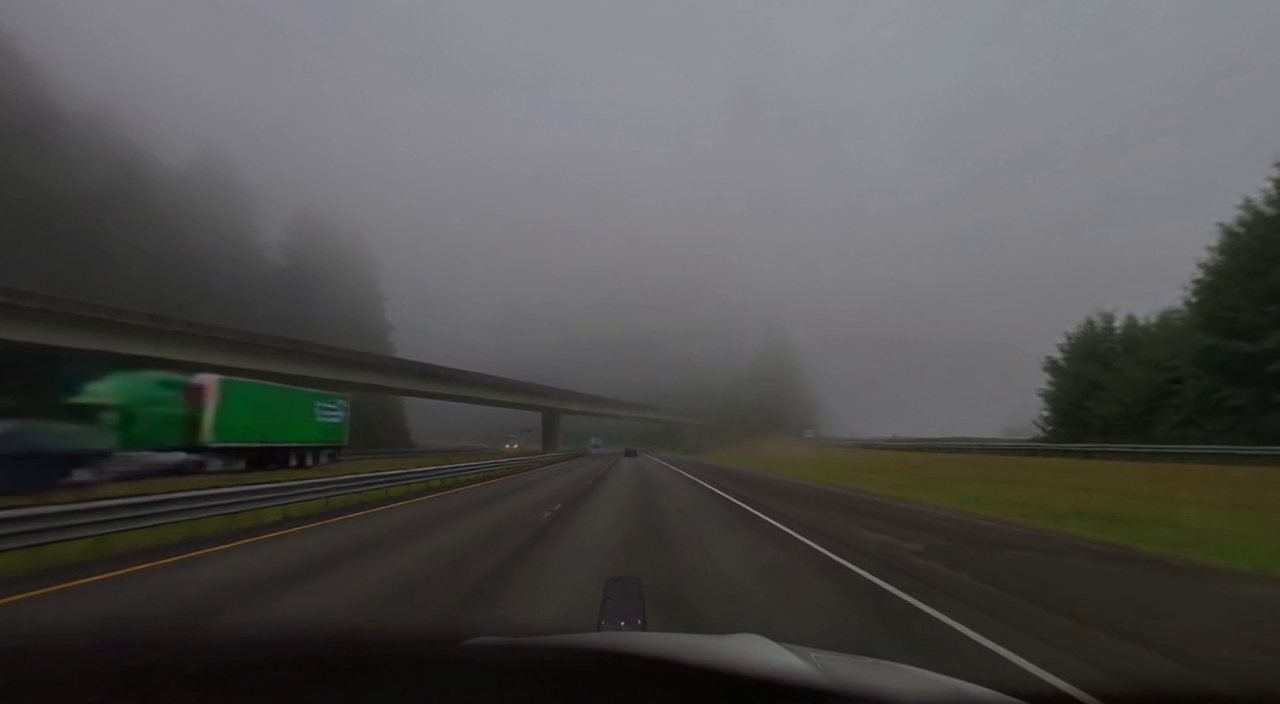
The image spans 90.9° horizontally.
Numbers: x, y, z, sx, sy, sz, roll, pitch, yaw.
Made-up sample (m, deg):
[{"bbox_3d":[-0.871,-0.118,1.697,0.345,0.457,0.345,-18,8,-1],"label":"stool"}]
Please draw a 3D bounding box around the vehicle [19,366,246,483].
[{"bbox_3d":[-18.845,2.901,24.189,3.317,3.898,6.395,0,-9,-3],"label":"vehicle"}]
